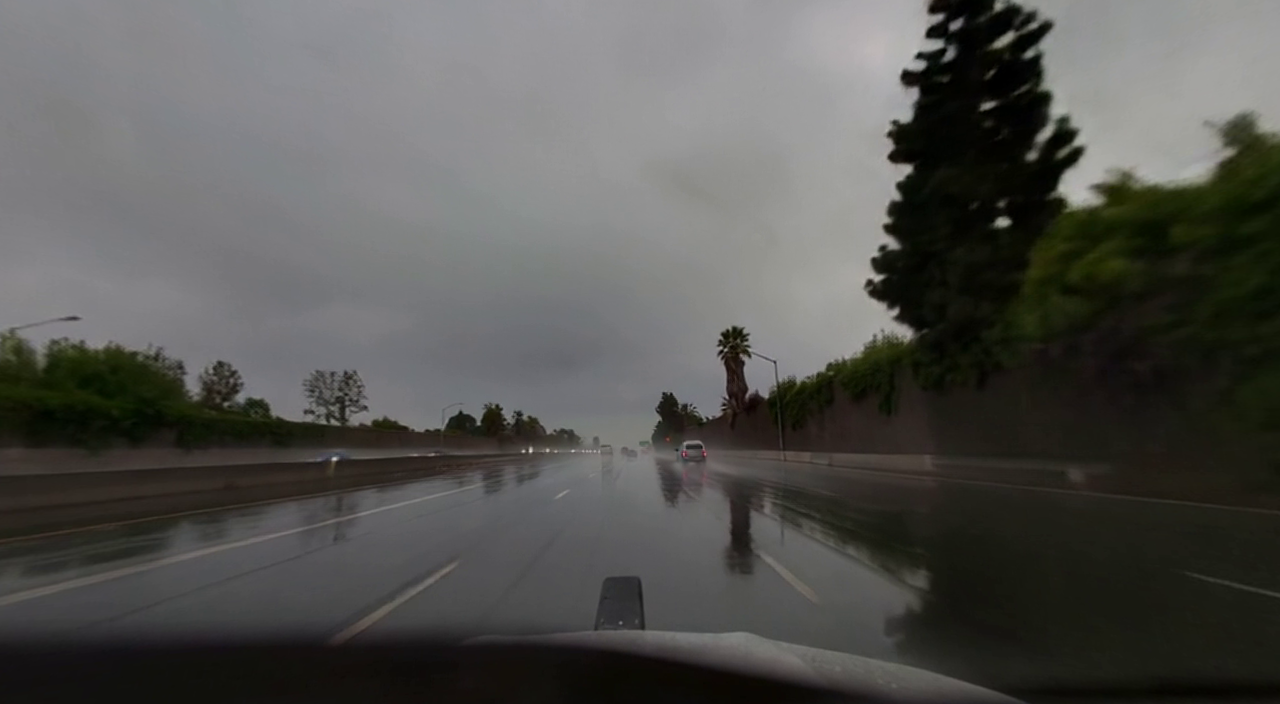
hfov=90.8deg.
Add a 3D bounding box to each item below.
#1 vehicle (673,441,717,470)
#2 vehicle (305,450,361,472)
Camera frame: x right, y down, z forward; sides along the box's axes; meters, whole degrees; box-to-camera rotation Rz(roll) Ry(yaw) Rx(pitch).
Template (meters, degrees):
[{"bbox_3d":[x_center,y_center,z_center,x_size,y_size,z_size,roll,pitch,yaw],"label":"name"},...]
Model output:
[{"bbox_3d":[3.245,6.280,38.422,2.130,1.677,4.317,0,-9,-2],"label":"vehicle"},{"bbox_3d":[-23.392,8.306,48.353,2.026,1.511,4.524,0,-9,1],"label":"vehicle"}]
